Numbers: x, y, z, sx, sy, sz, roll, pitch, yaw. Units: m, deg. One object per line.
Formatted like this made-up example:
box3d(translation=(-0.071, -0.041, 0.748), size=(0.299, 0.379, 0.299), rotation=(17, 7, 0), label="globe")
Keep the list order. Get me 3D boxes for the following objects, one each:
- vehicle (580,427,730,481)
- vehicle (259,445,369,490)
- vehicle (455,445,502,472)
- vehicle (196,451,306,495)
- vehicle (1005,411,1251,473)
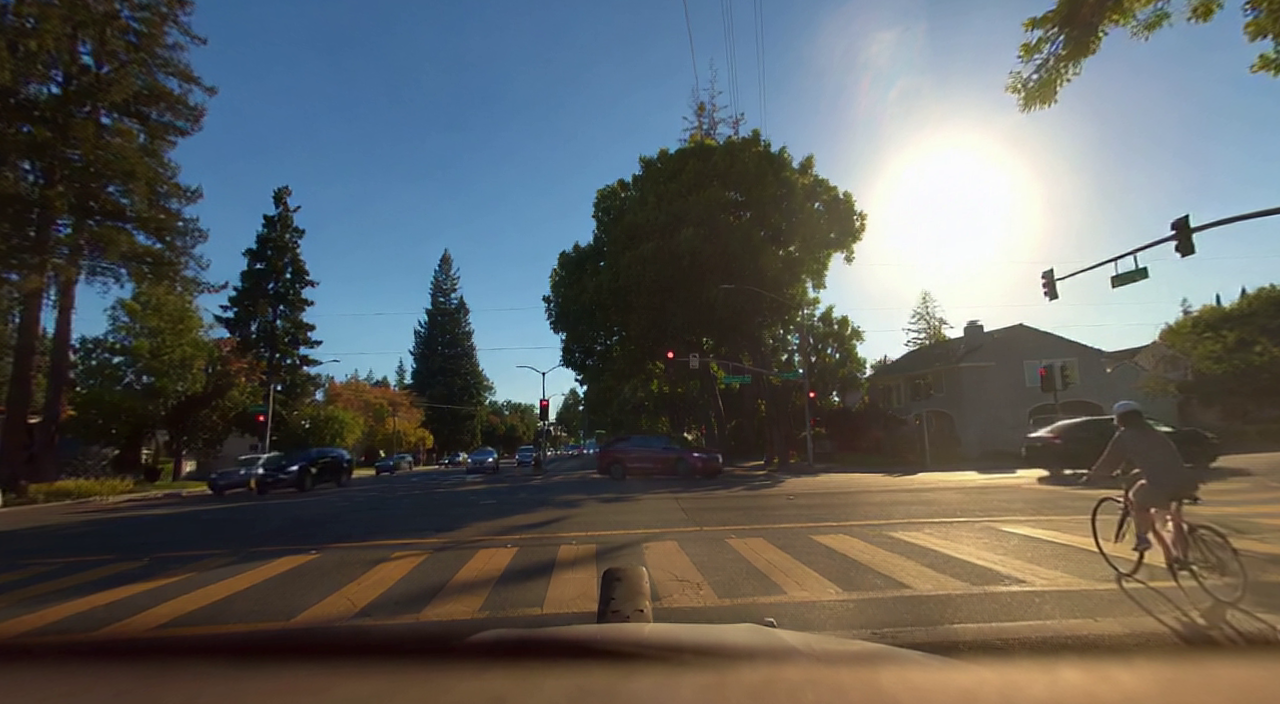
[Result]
box3d(translation=(0.433, 3.685, 22.854), size=(5.188, 1.731, 2.191), rotation=(-7, -11, 40), label="vehicle")
box3d(translation=(-14.164, 5.012, 27.795), size=(2.093, 1.769, 4.971), rotation=(0, -9, 1), label="vehicle")
box3d(translation=(-9.719, 6.412, 38.276), size=(2.017, 1.496, 4.749), rotation=(0, -9, -5), label="vehicle")
box3d(translation=(-17.426, 5.402, 28.570), size=(2.006, 1.735, 4.591), rotation=(0, -9, 1), label="vehicle")
box3d(translation=(13.828, 2.608, 18.174), size=(5.217, 1.673, 2.006), rotation=(-1, -9, 5), label="vehicle")
